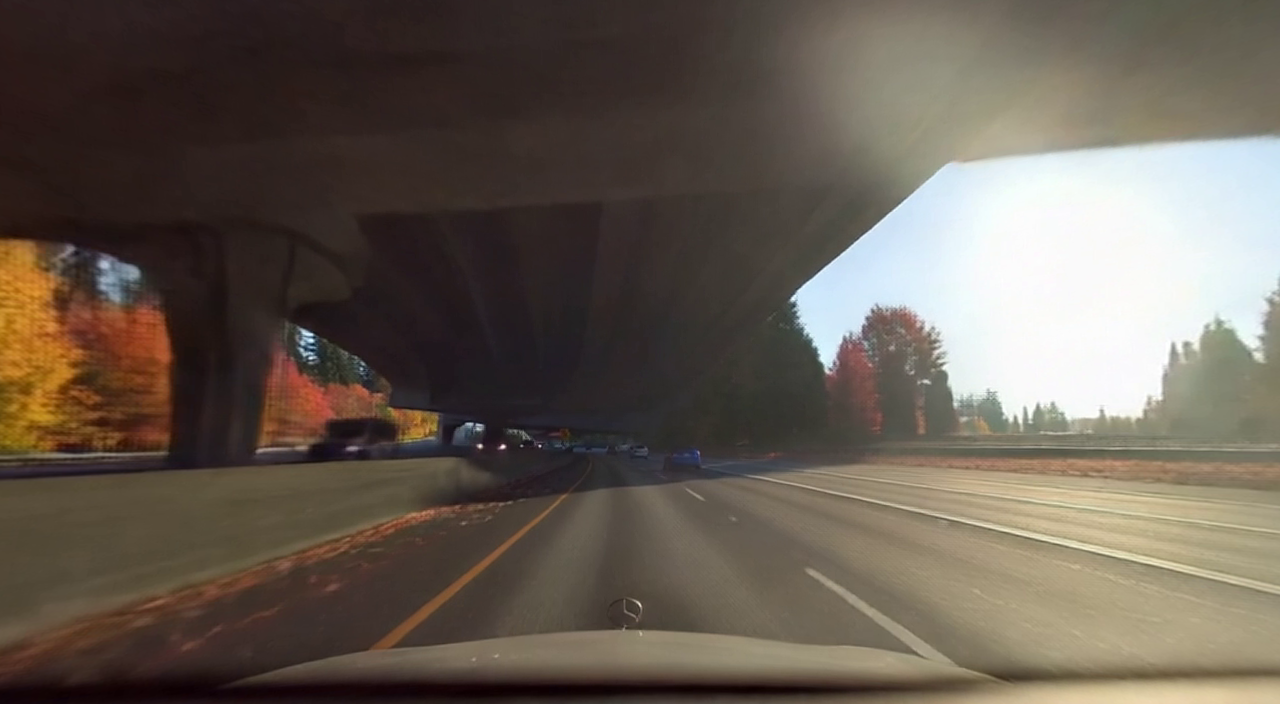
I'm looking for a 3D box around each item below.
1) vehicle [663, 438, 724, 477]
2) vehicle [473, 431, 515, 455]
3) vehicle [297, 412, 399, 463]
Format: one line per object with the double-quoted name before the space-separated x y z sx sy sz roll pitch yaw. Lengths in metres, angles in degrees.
"vehicle" 2.409 4.933 29.462 2.337 1.633 4.222 0 -9 -2
"vehicle" -10.825 6.858 46.859 2.185 1.675 4.704 0 -9 -2
"vehicle" -10.483 3.159 22.862 1.842 1.663 3.995 0 -9 -1
